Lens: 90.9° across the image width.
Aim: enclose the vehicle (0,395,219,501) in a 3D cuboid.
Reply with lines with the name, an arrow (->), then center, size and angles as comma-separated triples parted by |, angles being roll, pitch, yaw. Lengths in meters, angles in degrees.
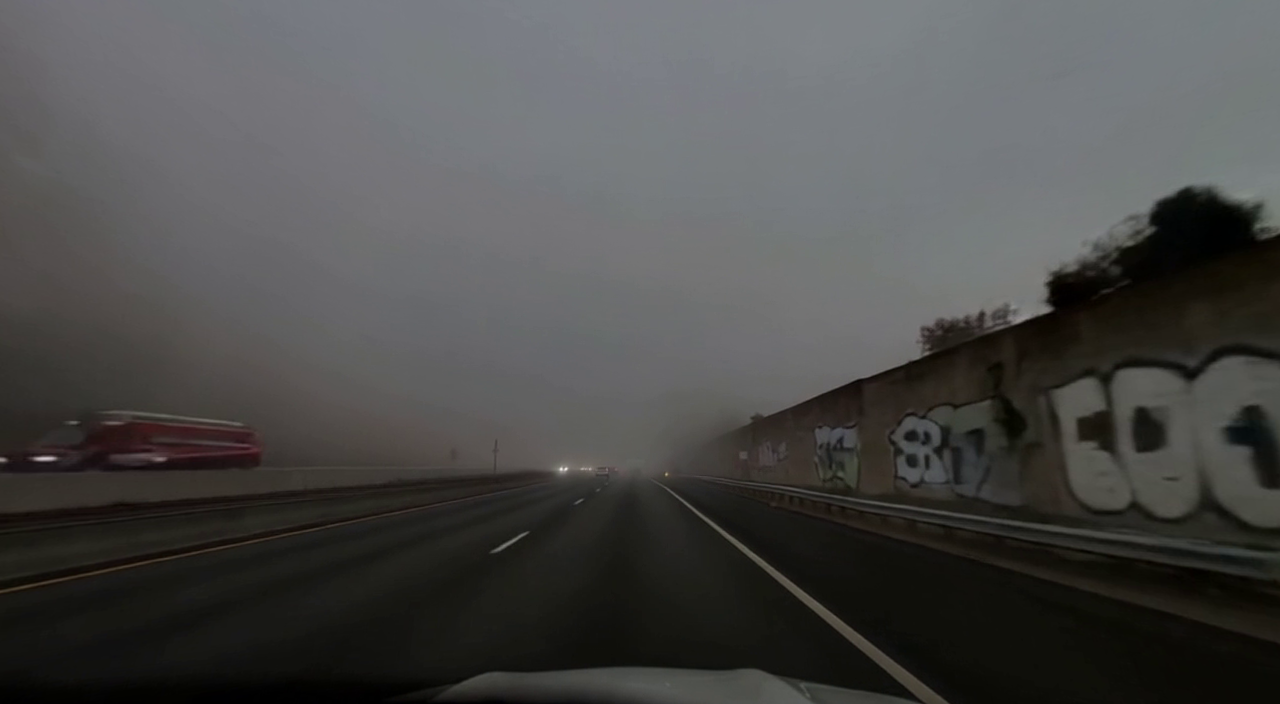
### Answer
vehicle -> -17.976, 3.114, 19.820 | 3.126, 2.663, 9.061 | 1, -10, 0
